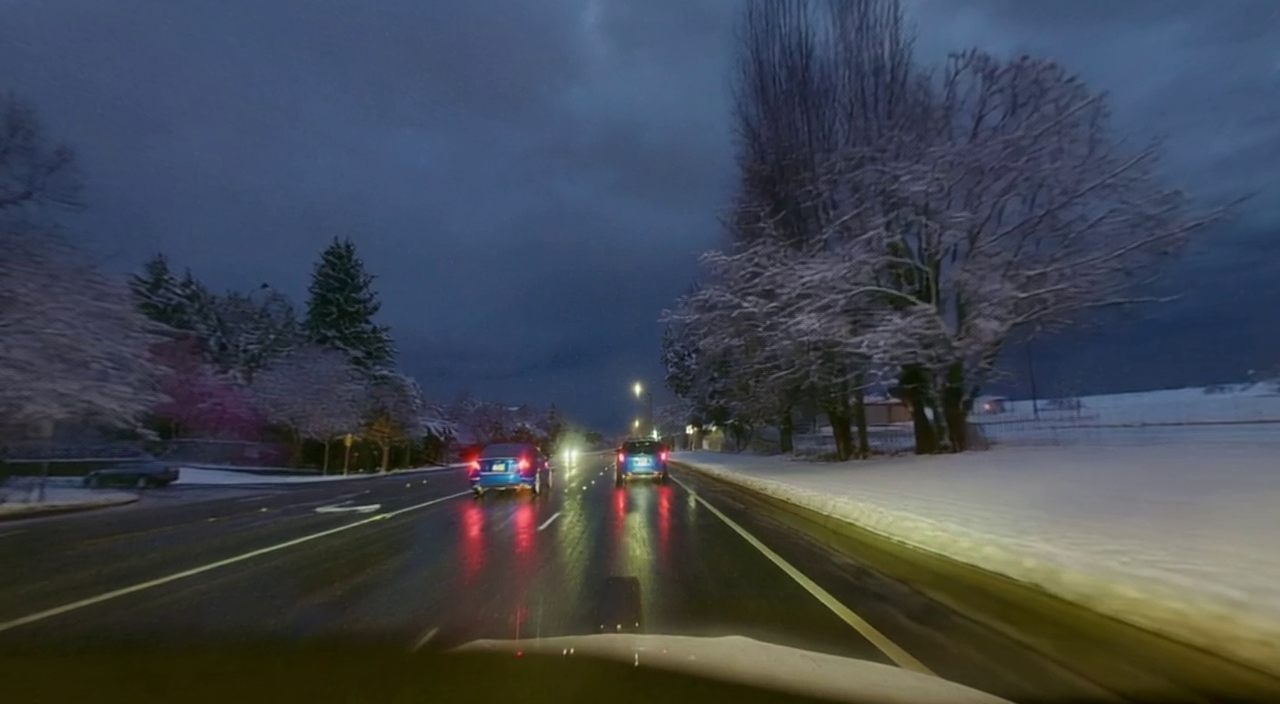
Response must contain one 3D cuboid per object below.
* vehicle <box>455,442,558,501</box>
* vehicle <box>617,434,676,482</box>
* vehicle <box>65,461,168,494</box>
[{"bbox_3d":[-3.630,3.302,17.893,2.036,1.447,4.044,0,-8,0],"label":"vehicle"},{"bbox_3d":[0.181,4.306,25.871,2.215,1.799,4.426,0,-8,-1],"label":"vehicle"},{"bbox_3d":[-28.059,6.713,33.938,1.826,1.464,4.533,0,-8,-3],"label":"vehicle"}]
